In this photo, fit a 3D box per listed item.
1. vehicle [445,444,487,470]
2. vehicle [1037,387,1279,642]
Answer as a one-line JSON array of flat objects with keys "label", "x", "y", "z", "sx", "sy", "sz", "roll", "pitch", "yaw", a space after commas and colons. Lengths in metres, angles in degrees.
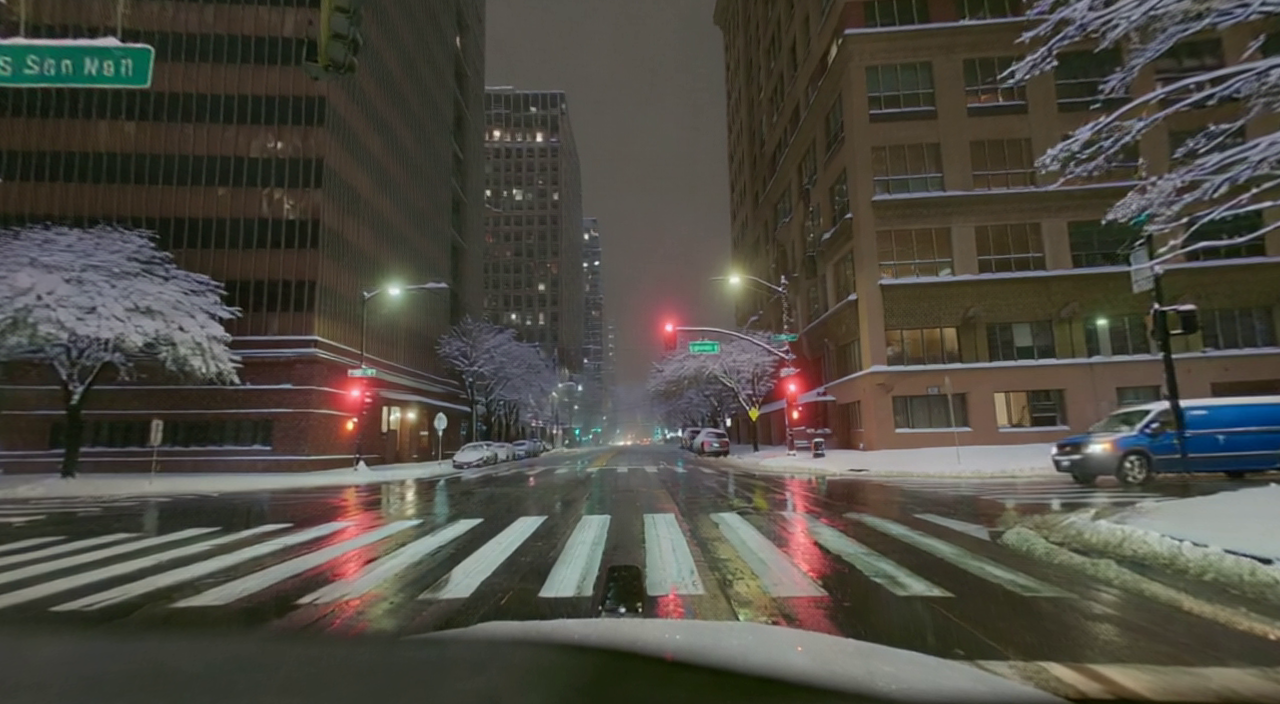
[{"label": "vehicle", "x": -12.445, "y": 7.502, "z": 45.395, "sx": 1.935, "sy": 1.639, "sz": 4.244, "roll": -3, "pitch": -8, "yaw": -2}, {"label": "vehicle", "x": 5.618, "y": 1.180, "z": 4.650, "sx": 2.070, "sy": 1.804, "sz": 4.881, "roll": 0, "pitch": -8, "yaw": -2}]
